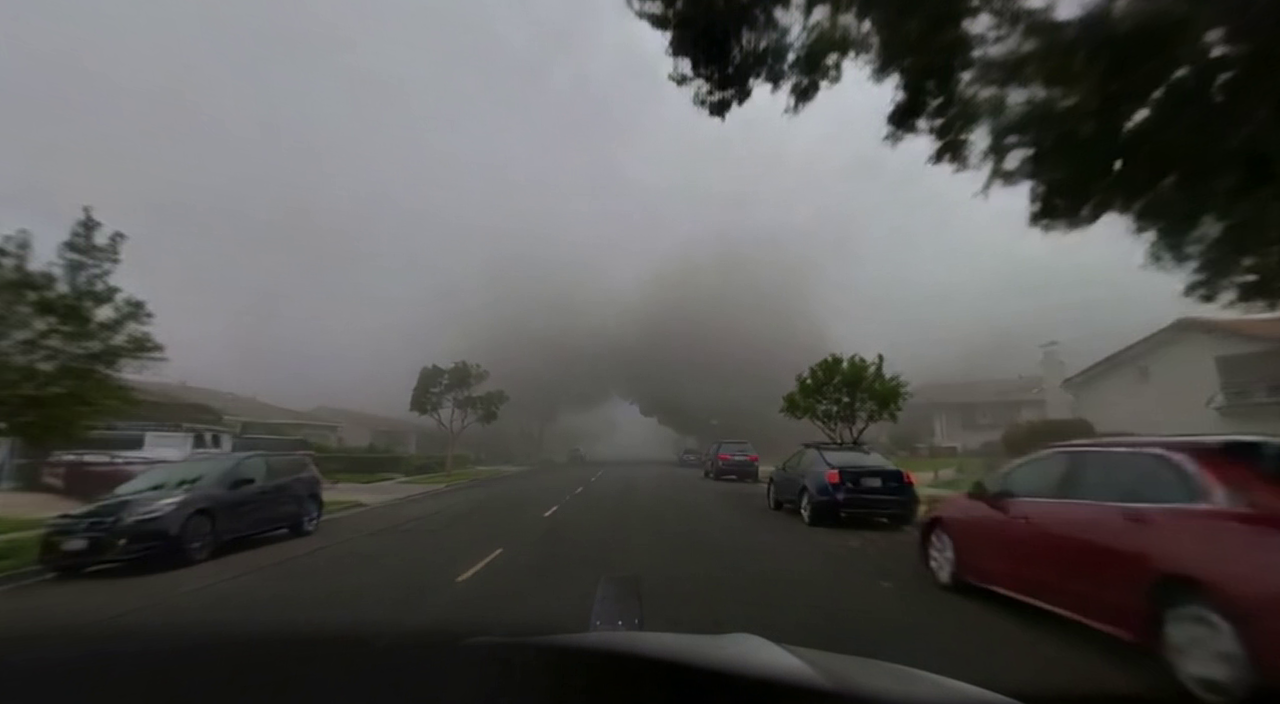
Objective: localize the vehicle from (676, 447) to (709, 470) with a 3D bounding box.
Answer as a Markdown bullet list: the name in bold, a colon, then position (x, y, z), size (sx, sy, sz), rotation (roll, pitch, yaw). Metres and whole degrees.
- **vehicle**: position (3.676, 7.493, 44.651), size (1.897, 1.521, 4.835), rotation (0, -9, -1)

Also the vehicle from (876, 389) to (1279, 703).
- **vehicle**: position (3.755, 1.245, 4.366), size (2.157, 1.639, 5.297), rotation (0, -9, 0)

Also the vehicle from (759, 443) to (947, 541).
- **vehicle**: position (3.761, 2.537, 12.110), size (1.949, 1.505, 4.483), rotation (0, -9, -1)

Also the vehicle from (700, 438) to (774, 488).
- **vehicle**: position (3.724, 4.365, 25.158), size (2.039, 1.780, 4.884), rotation (0, -9, -2)

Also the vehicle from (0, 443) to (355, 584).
- **vehicle**: position (-6.322, 2.154, 9.440), size (1.985, 1.497, 4.655), rotation (-2, -8, -1)
